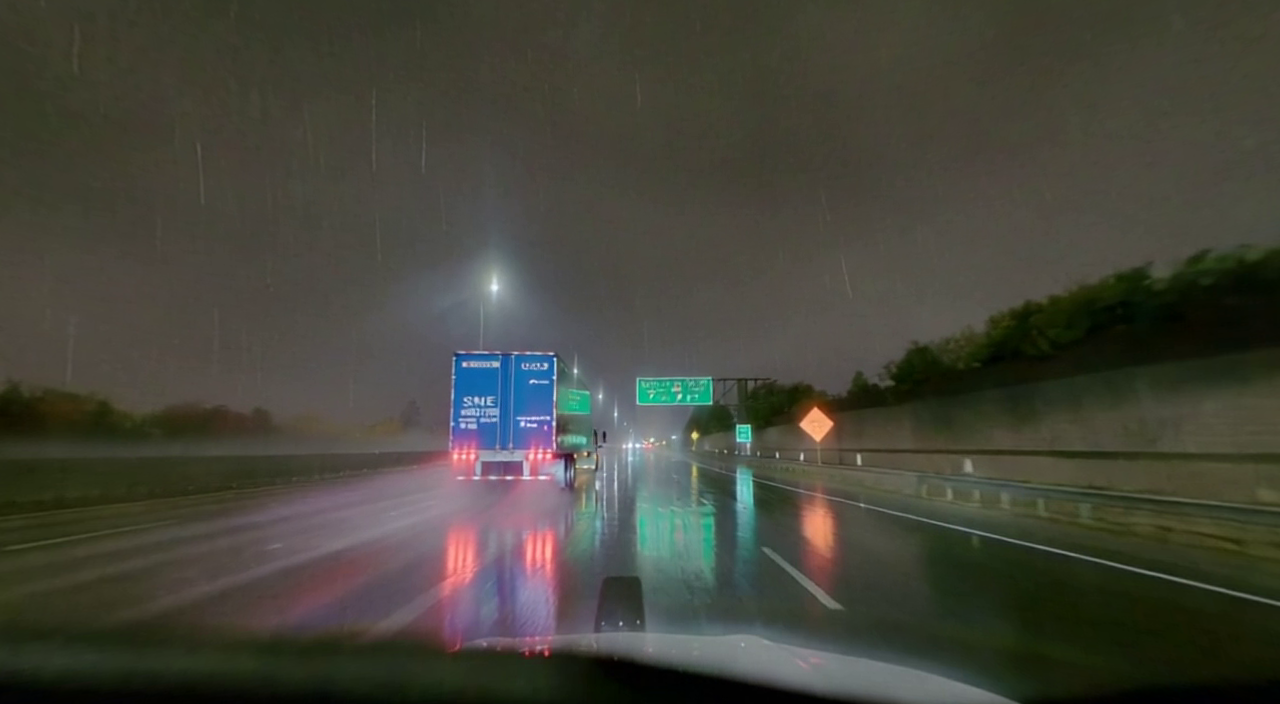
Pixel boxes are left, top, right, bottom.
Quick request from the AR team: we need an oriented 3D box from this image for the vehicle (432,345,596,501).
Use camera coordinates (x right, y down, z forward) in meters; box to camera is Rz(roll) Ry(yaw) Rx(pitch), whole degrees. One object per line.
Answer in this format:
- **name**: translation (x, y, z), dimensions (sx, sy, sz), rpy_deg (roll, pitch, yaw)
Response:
- **vehicle**: translation (-3.568, 2.614, 21.525), dimensions (3.059, 3.956, 11.036), rpy_deg (0, -9, 1)
